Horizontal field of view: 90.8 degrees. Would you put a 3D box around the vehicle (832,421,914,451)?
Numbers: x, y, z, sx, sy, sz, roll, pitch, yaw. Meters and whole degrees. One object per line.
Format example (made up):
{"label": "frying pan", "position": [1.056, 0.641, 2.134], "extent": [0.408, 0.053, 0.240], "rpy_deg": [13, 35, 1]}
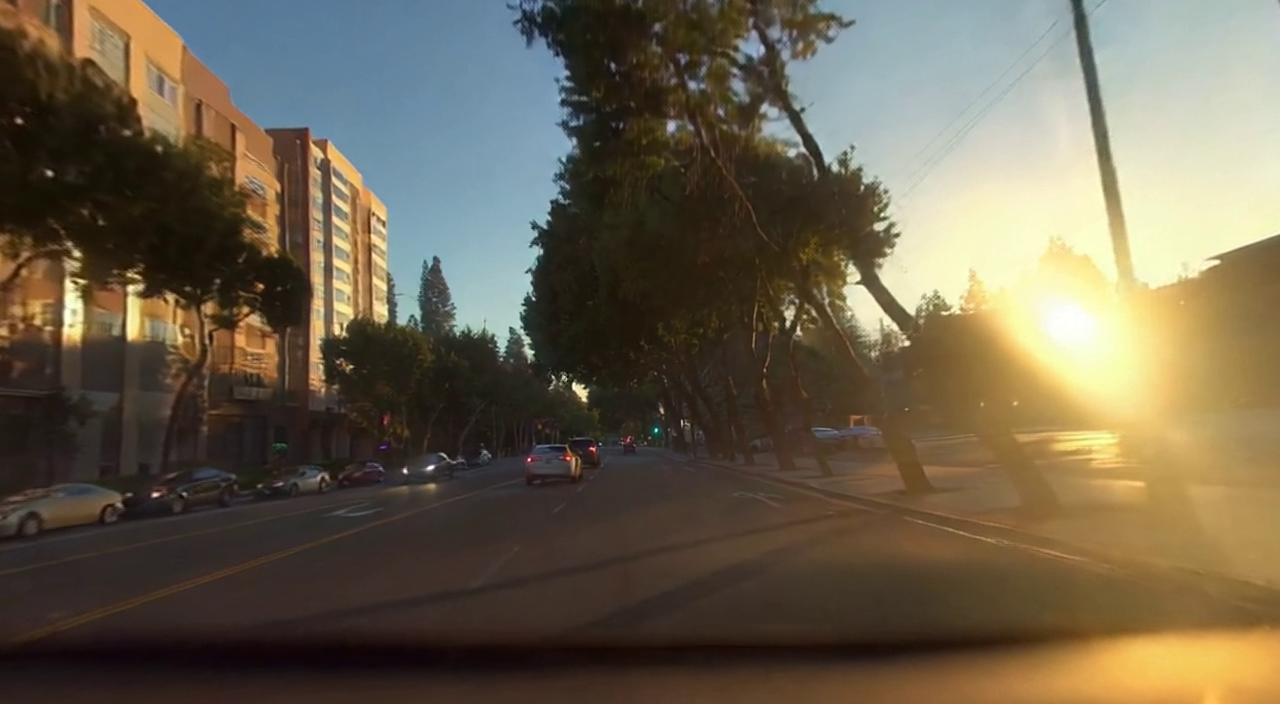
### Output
{"label": "vehicle", "position": [12.240, 4.427, 33.292], "extent": [3.527, 1.496, 1.836], "rpy_deg": [0, -6, -4]}

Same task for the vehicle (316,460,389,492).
{"label": "vehicle", "position": [-16.173, 6.980, 35.828], "extent": [2.021, 1.438, 4.616], "rpy_deg": [-2, -8, 0]}

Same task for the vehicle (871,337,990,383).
{"label": "vehicle", "position": [11.482, 0.337, 25.172], "extent": [3.827, 1.556, 1.730], "rpy_deg": [-1, -10, -1]}

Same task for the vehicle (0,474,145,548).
{"label": "vehicle", "position": [-15.996, 4.139, 16.932], "extent": [1.871, 1.485, 4.573], "rpy_deg": [0, -8, -2]}

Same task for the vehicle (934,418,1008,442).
{"label": "vehicle", "position": [24.958, 5.891, 47.657], "extent": [4.439, 1.688, 2.101], "rpy_deg": [0, -9, -10]}

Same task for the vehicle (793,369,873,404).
{"label": "vehicle", "position": [11.053, 2.005, 36.282], "extent": [3.826, 1.601, 1.807], "rpy_deg": [-4, -7, -5]}

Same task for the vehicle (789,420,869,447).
{"label": "vehicle", "position": [12.328, 5.382, 41.541], "extent": [4.619, 1.626, 2.121], "rpy_deg": [-1, -9, 3]}

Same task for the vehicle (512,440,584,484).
{"label": "vehicle", "position": [-3.272, 3.966, 23.181], "extent": [2.051, 1.454, 4.132], "rpy_deg": [0, -8, -1]}

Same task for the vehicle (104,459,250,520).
{"label": "vehicle", "position": [-16.310, 4.806, 22.628], "extent": [1.897, 1.805, 4.538], "rpy_deg": [0, -8, -3]}

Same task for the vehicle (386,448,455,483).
{"label": "vehicle", "position": [-10.640, 5.486, 30.973], "extent": [1.884, 1.518, 4.380], "rpy_deg": [0, -8, -1]}

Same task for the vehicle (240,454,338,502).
{"label": "vehicle", "position": [-16.416, 5.854, 29.832], "extent": [2.079, 1.847, 4.592], "rpy_deg": [-4, -8, -1]}
